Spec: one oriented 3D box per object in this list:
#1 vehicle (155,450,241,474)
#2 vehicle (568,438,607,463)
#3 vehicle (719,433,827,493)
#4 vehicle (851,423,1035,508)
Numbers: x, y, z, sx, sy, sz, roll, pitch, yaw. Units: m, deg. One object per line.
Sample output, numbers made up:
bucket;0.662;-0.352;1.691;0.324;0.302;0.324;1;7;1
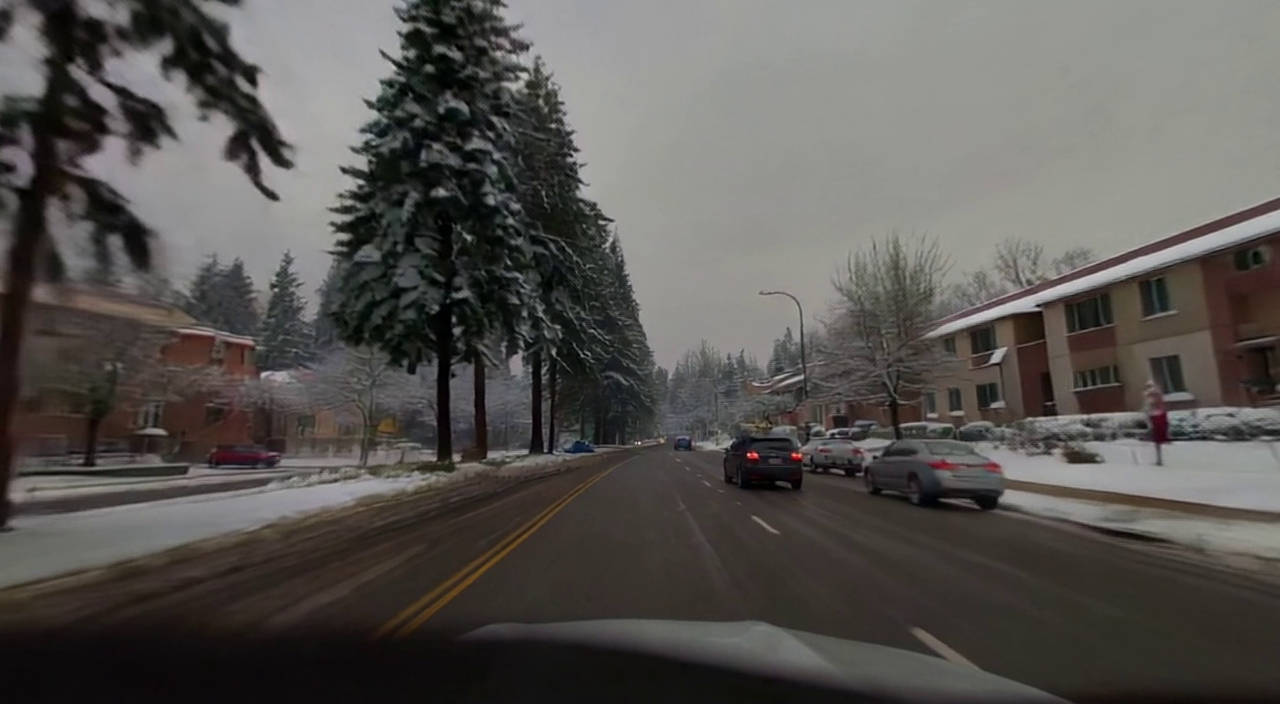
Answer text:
vehicle;-30.573;7.581;43.659;2.058;1.461;4.498;-8;-12;44
vehicle;-3.289;6.322;40.497;2.049;1.485;4.656;0;-8;0
vehicle;3.631;3.128;18.168;2.128;1.502;4.572;0;-8;0
vehicle;7.010;2.685;15.337;2.121;1.727;4.789;0;-8;0
